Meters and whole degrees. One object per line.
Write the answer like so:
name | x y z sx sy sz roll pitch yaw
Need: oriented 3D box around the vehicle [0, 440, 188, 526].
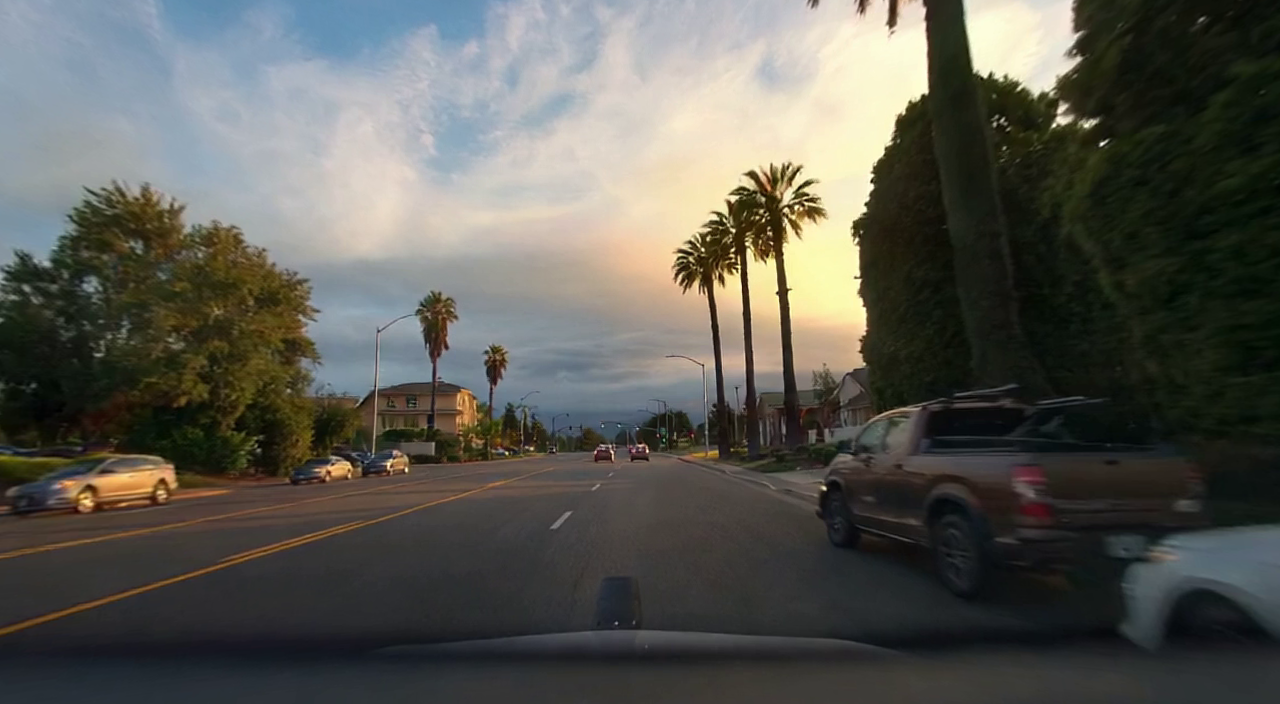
vehicle | -13.851 3.077 15.472 2.118 1.750 4.655 0 -9 -1

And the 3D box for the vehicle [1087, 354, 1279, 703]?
vehicle | 3.714 0.655 1.161 2.019 1.726 5.012 0 -9 -1

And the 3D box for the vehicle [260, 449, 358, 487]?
vehicle | -14.199 4.978 27.430 1.883 1.496 4.445 0 -9 -1

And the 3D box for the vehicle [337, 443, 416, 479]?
vehicle | -14.277 5.917 34.626 2.143 1.808 5.265 0 -9 -1

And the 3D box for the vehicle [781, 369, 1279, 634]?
vehicle | 3.508 1.448 7.174 2.435 1.872 5.153 0 -9 -2
